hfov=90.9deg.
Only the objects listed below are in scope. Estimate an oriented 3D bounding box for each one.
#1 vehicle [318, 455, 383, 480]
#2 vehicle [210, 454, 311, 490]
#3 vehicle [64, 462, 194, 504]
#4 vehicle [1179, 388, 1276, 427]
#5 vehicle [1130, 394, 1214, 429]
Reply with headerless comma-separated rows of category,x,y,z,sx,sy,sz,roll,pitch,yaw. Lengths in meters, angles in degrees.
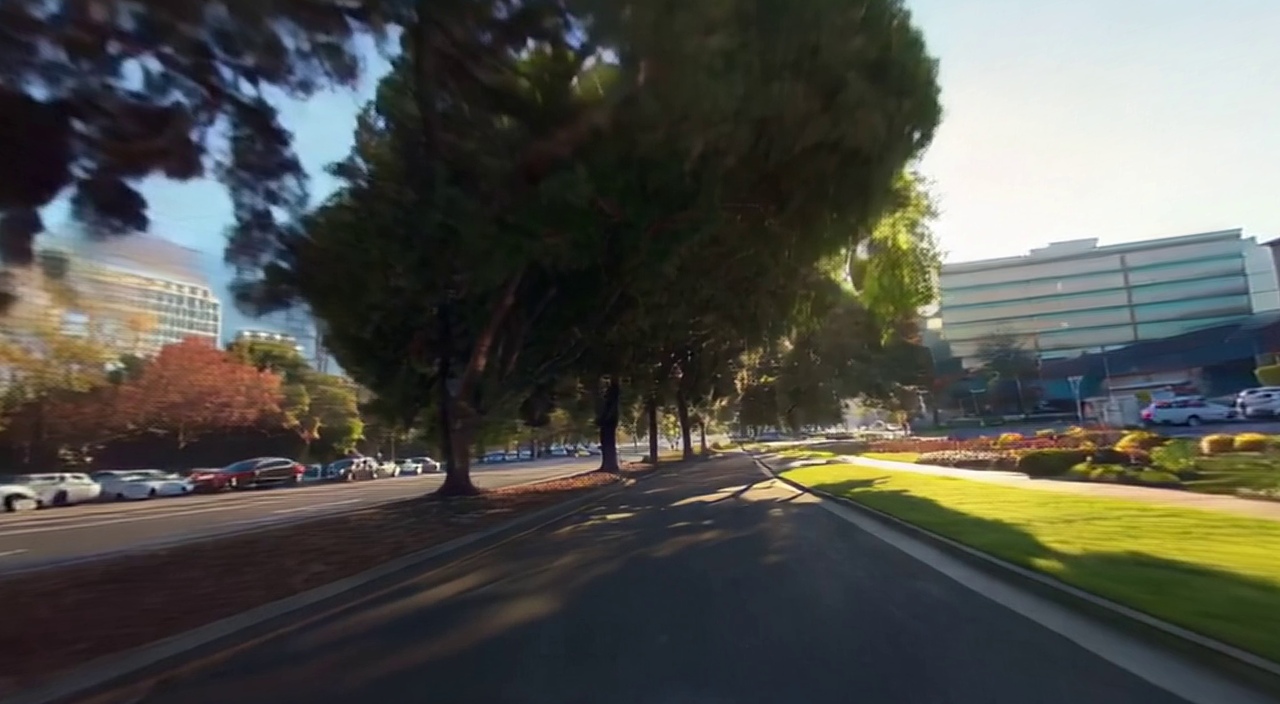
vehicle,-20.051,8.010,43.903,1.918,1.503,4.632,-6,-10,7
vehicle,-21.291,6.735,35.677,1.967,1.683,5.223,-7,-11,8
vehicle,-22.535,5.747,28.057,1.851,1.450,4.396,-7,-10,7
vehicle,26.676,2.524,28.618,3.327,1.369,1.514,-4,-10,-16
vehicle,26.825,3.009,31.807,3.335,1.398,1.535,-3,-10,-19
